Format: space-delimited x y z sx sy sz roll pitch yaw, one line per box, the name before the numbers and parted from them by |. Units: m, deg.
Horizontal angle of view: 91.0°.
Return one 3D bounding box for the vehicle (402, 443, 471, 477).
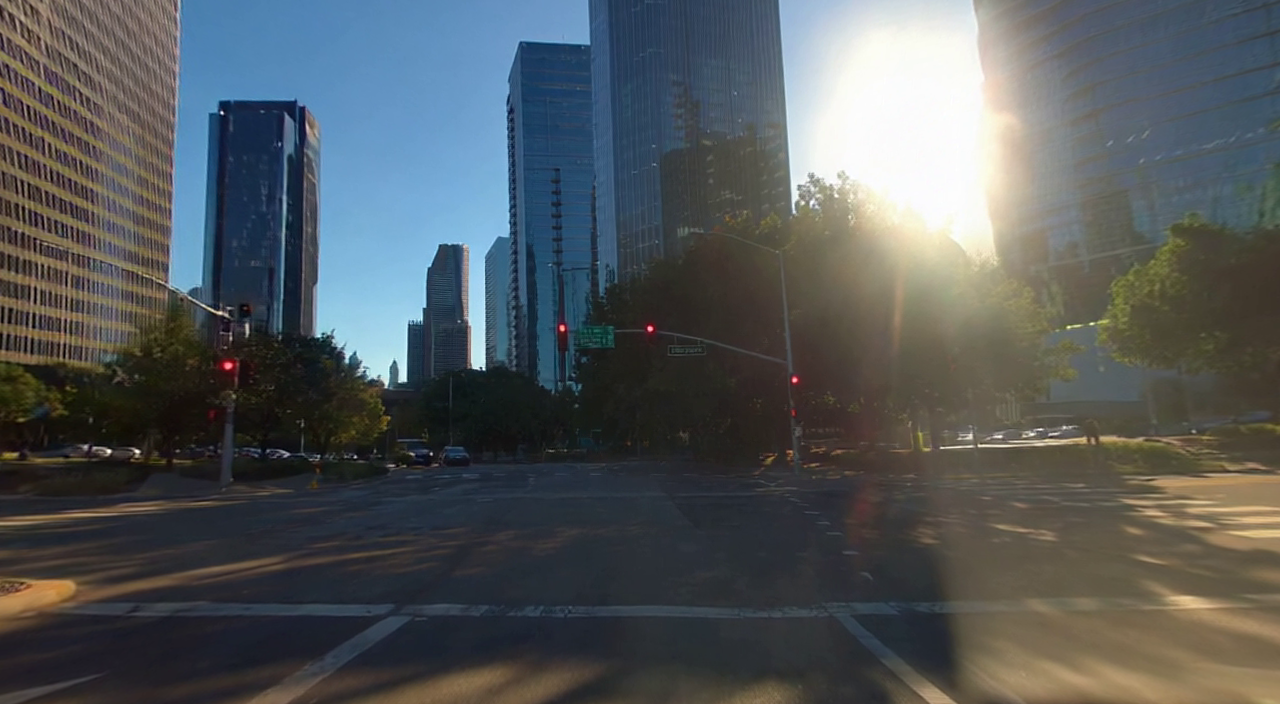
vehicle | -11.580 6.165 36.234 2.069 1.771 4.947 0 -9 3
